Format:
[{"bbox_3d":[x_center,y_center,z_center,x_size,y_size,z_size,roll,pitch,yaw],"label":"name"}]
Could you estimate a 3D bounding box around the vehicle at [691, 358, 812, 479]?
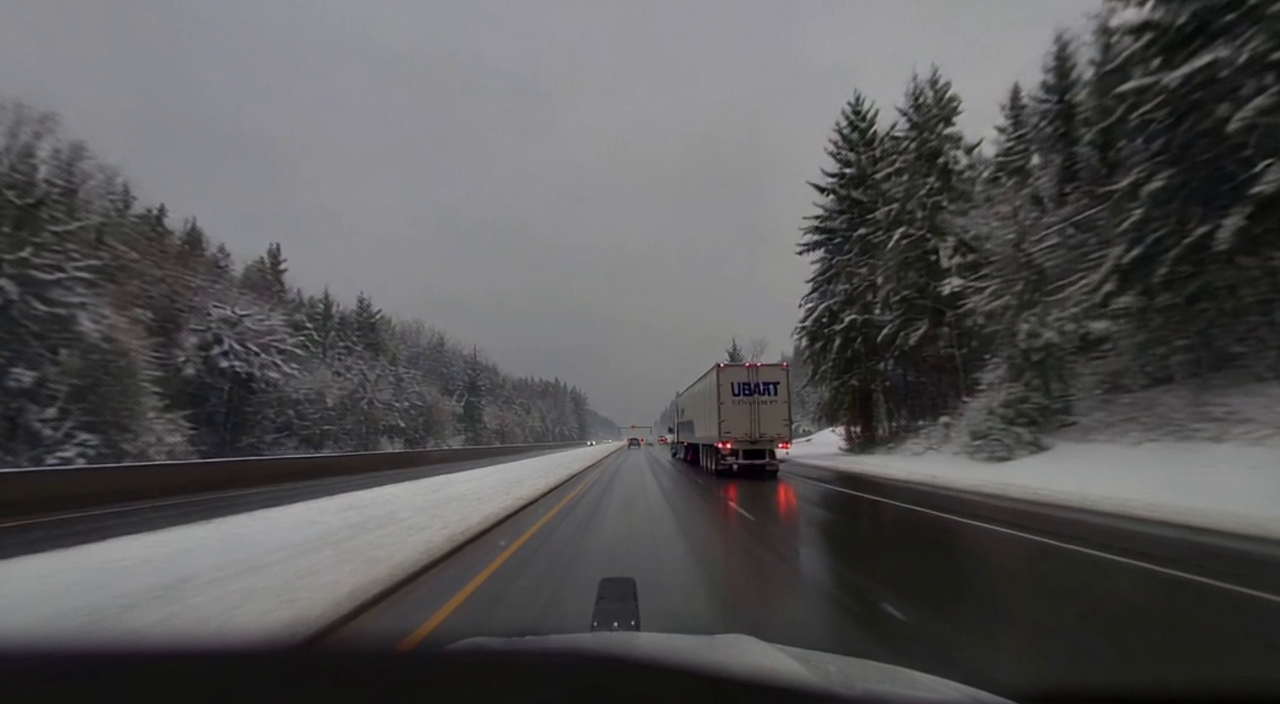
[{"bbox_3d":[3.913,2.694,24.432,3.006,3.850,8.310,-1,-8,-1],"label":"vehicle"}]
